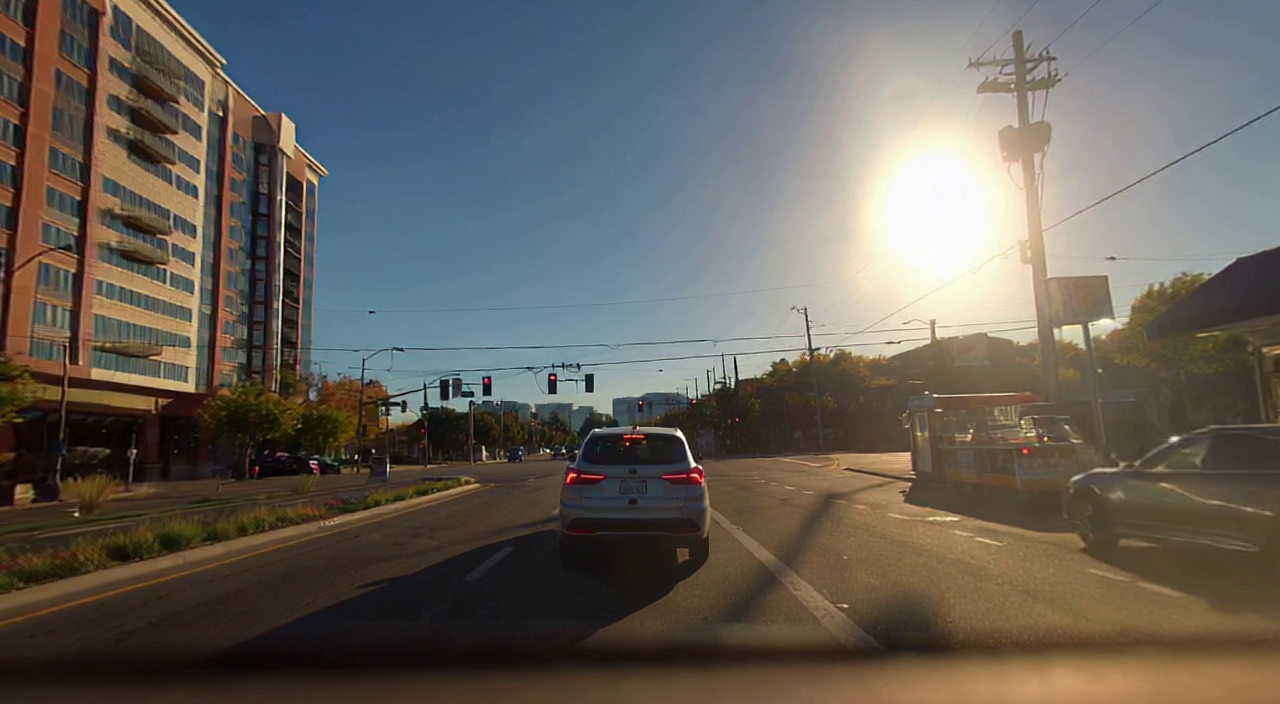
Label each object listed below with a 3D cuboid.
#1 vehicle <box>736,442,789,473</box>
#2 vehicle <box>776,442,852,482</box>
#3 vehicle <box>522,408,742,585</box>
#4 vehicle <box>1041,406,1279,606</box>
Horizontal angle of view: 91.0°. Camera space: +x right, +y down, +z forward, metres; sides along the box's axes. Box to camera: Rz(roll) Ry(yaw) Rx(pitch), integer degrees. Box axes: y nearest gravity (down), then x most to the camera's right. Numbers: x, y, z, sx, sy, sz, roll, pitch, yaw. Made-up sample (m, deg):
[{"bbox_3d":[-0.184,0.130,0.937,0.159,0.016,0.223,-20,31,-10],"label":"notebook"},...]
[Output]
[{"bbox_3d":[6.259,5.453,32.635,1.961,1.477,4.454,0,-9,2],"label":"vehicle"},{"bbox_3d":[6.855,4.380,25.285,1.833,1.452,4.237,0,-8,0],"label":"vehicle"},{"bbox_3d":[-0.062,1.693,8.119,2.115,1.700,3.901,0,-8,1],"label":"vehicle"},{"bbox_3d":[6.403,1.410,6.077,2.072,1.652,4.611,0,-8,1],"label":"vehicle"}]
